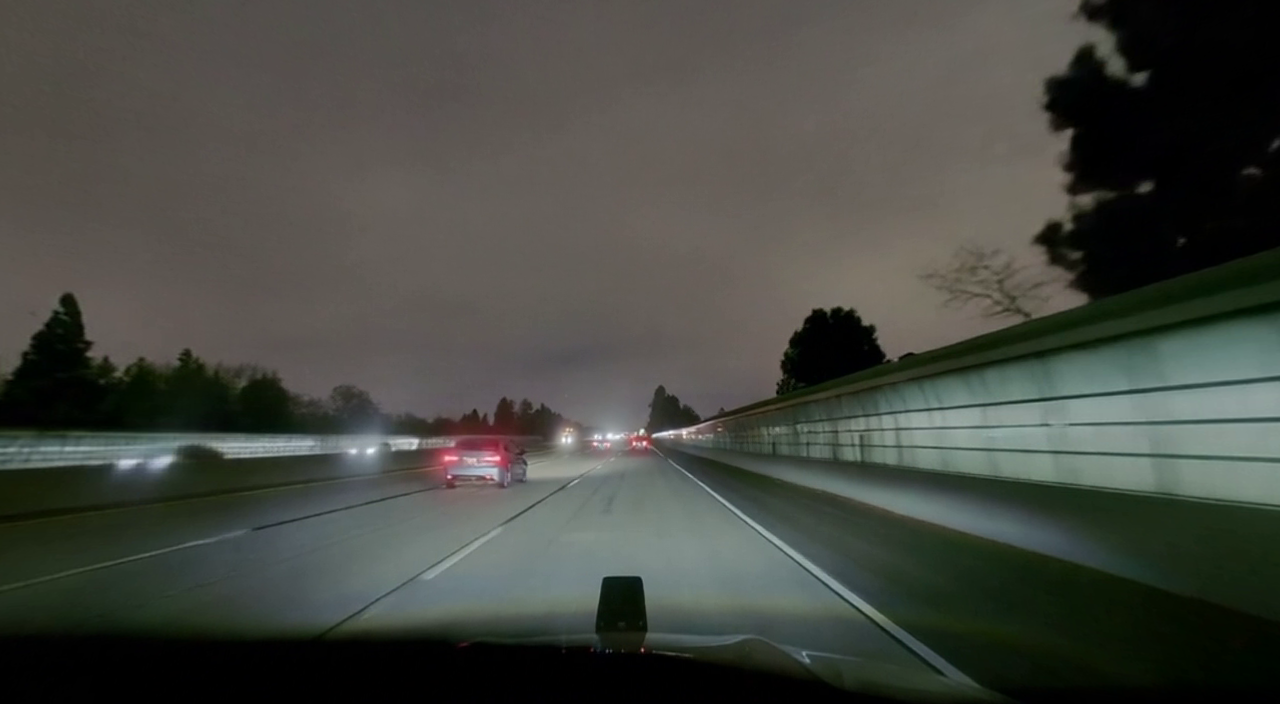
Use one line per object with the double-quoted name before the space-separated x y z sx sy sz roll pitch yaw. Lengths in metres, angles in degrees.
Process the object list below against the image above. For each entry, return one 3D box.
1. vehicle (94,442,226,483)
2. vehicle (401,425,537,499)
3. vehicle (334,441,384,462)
"vehicle" -19.717 4.513 26.107 1.883 1.516 4.543 0 -8 0
"vehicle" -3.939 2.618 15.355 2.059 1.541 4.296 0 -8 1
"vehicle" -21.260 7.496 47.609 1.865 1.505 4.095 0 -8 0
